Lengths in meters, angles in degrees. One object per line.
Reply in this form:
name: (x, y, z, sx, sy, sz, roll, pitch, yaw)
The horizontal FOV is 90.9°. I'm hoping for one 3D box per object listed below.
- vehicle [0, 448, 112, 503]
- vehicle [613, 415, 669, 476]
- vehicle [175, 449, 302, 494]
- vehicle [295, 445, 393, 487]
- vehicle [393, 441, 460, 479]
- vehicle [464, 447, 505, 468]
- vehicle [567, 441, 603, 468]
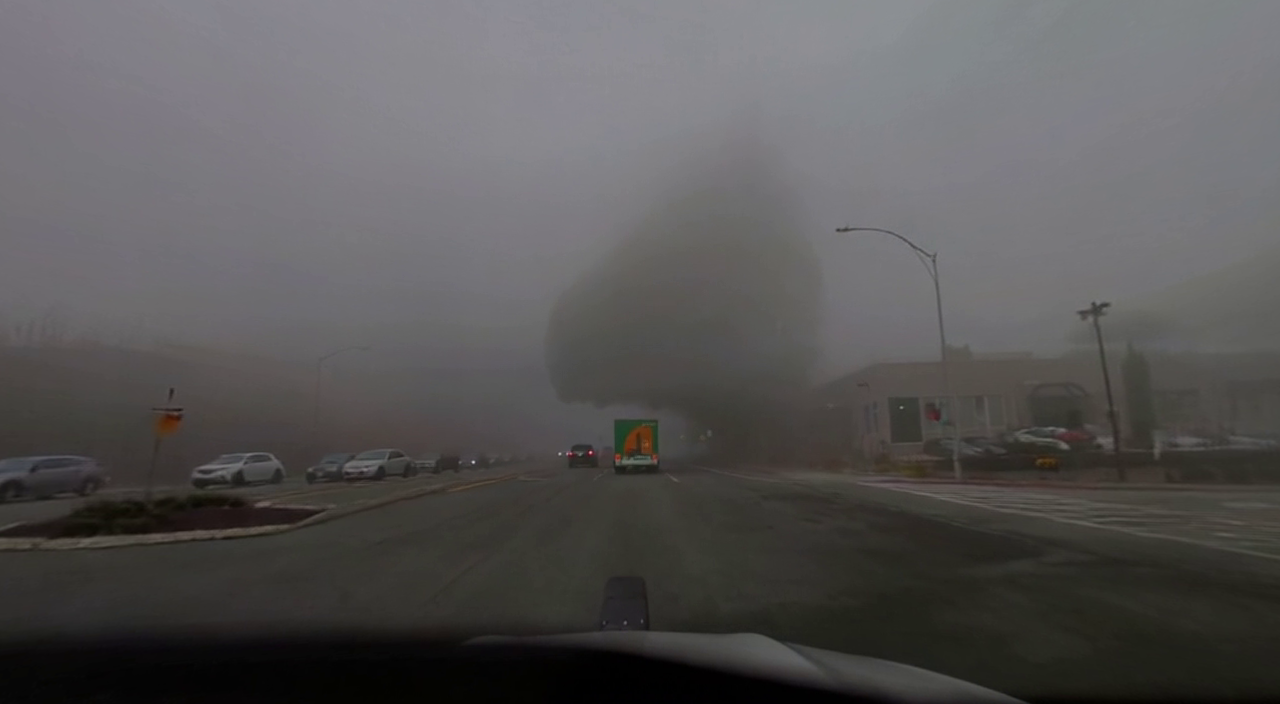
vehicle: (-22.408, 4.400, 22.823, 2.017, 1.785, 5.092, 0, -8, 2)
vehicle: (-0.117, 5.503, 37.463, 2.843, 3.120, 10.422, 0, -8, -2)
vehicle: (-16.293, 4.850, 25.973, 2.022, 1.442, 4.853, -4, -8, 1)
vehicle: (-12.937, 4.965, 27.938, 1.960, 1.627, 4.784, 0, -8, 1)
vehicle: (-12.433, 6.265, 37.046, 2.068, 1.747, 5.040, -4, -6, 1)
vehicle: (-11.945, 8.108, 48.629, 1.935, 1.467, 4.451, 0, -8, 2)
vehicle: (-3.927, 7.414, 45.751, 2.184, 1.830, 4.890, 0, -8, 0)
